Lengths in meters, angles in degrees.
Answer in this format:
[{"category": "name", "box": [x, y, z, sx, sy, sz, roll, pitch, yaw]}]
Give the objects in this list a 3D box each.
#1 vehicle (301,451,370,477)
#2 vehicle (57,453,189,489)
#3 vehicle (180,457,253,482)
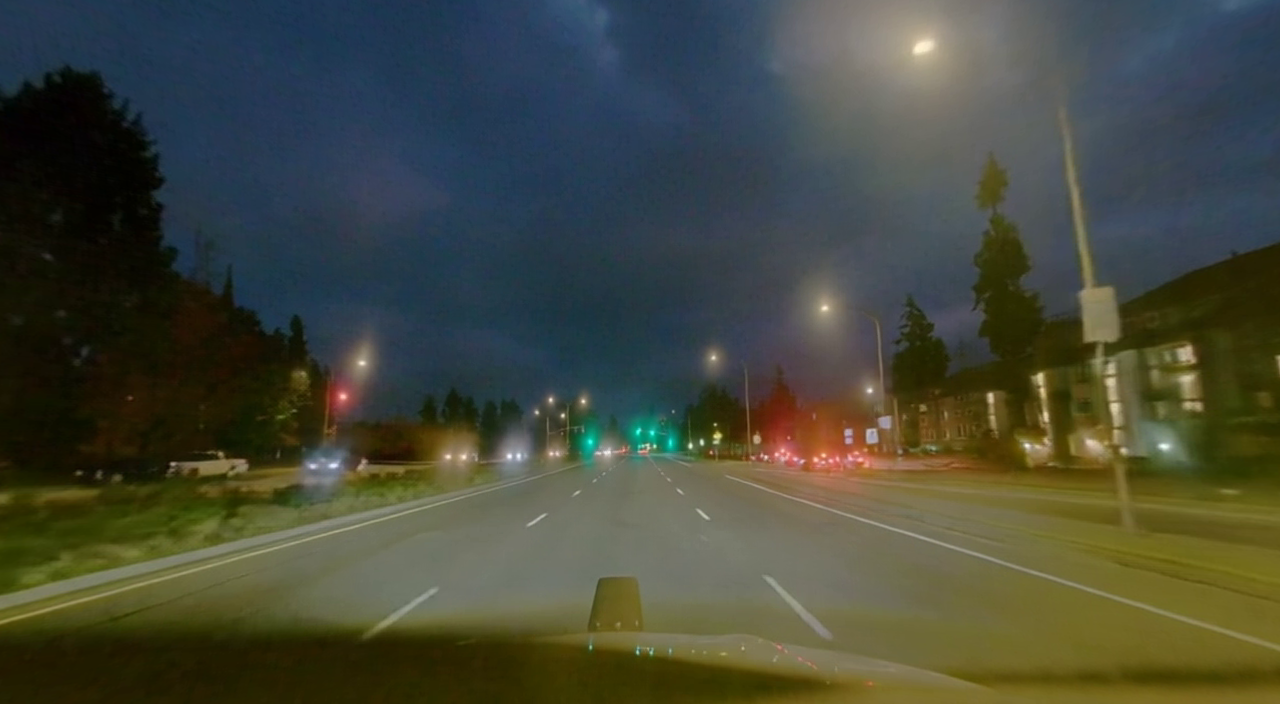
[{"category": "vehicle", "box": [-18.901, 6.947, 39.413, 1.892, 1.474, 4.723, 0, -9, 1]}, {"category": "vehicle", "box": [-24.612, 5.631, 30.370, 1.916, 1.524, 4.993, -1, -9, 3]}, {"category": "vehicle", "box": [-24.879, 6.883, 37.272, 1.637, 1.298, 3.878, 0, -9, 0]}]
